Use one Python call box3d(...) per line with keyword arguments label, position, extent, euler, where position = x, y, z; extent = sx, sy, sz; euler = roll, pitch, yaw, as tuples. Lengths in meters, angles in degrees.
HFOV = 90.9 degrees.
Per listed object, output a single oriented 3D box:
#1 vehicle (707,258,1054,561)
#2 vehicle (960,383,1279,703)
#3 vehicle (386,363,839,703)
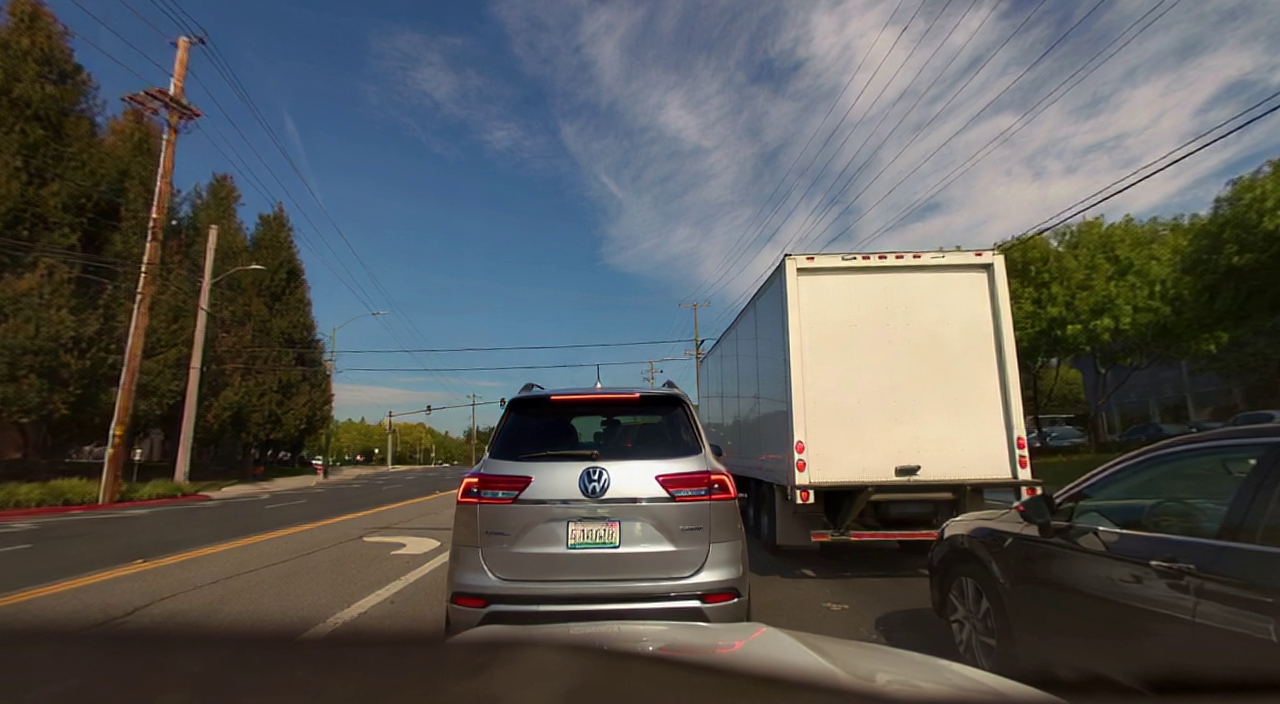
box3d(label="vehicle", position=(3.240, 1.258, 11.820), extent=(2.915, 3.559, 8.848), euler=(0, -8, 0))
box3d(label="vehicle", position=(2.824, 0.743, 1.189), extent=(1.971, 1.484, 4.728), euler=(0, -8, 0))
box3d(label="vehicle", position=(-0.123, 1.226, 5.136), extent=(2.114, 1.732, 4.230), euler=(0, -8, 0))
